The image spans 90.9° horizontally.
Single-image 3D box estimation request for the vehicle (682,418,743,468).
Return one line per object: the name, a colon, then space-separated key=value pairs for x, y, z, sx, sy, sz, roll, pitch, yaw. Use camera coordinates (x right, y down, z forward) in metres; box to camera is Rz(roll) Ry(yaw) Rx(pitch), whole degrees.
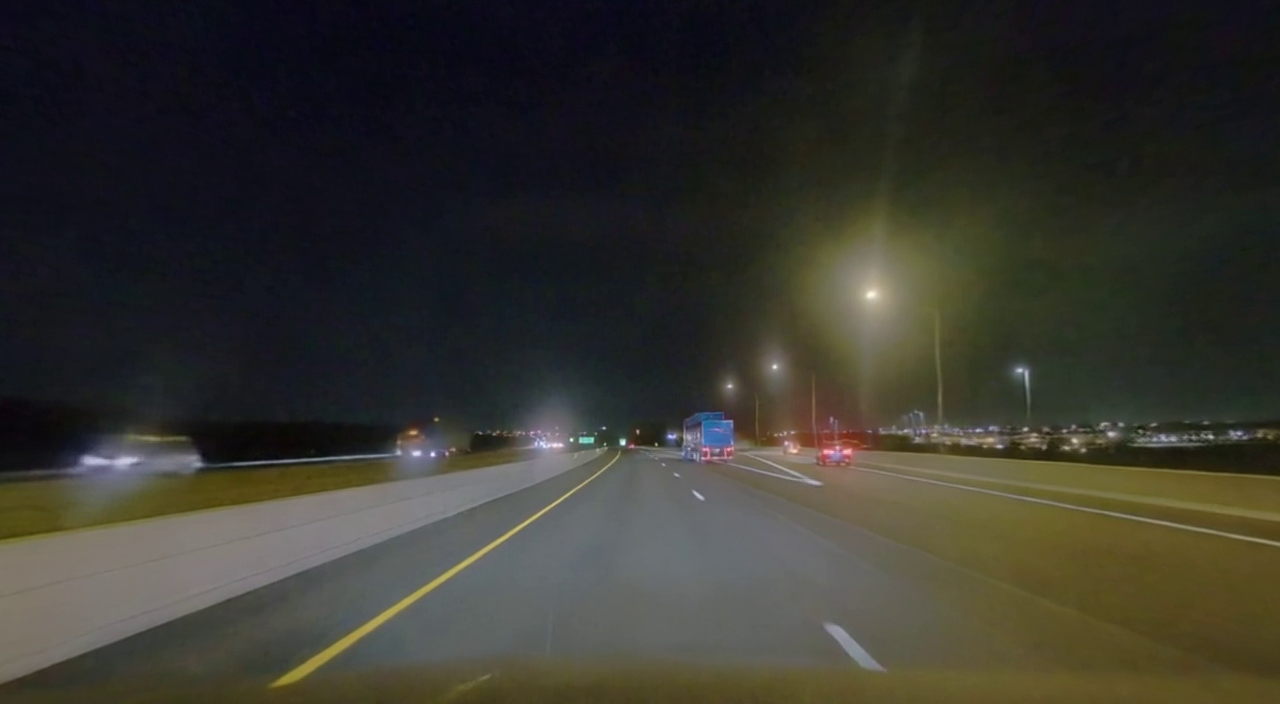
vehicle: x=3.822 y=5.016 z=34.689 sx=2.430 sy=2.495 sz=6.062 roll=0 pitch=-8 yaw=-2
